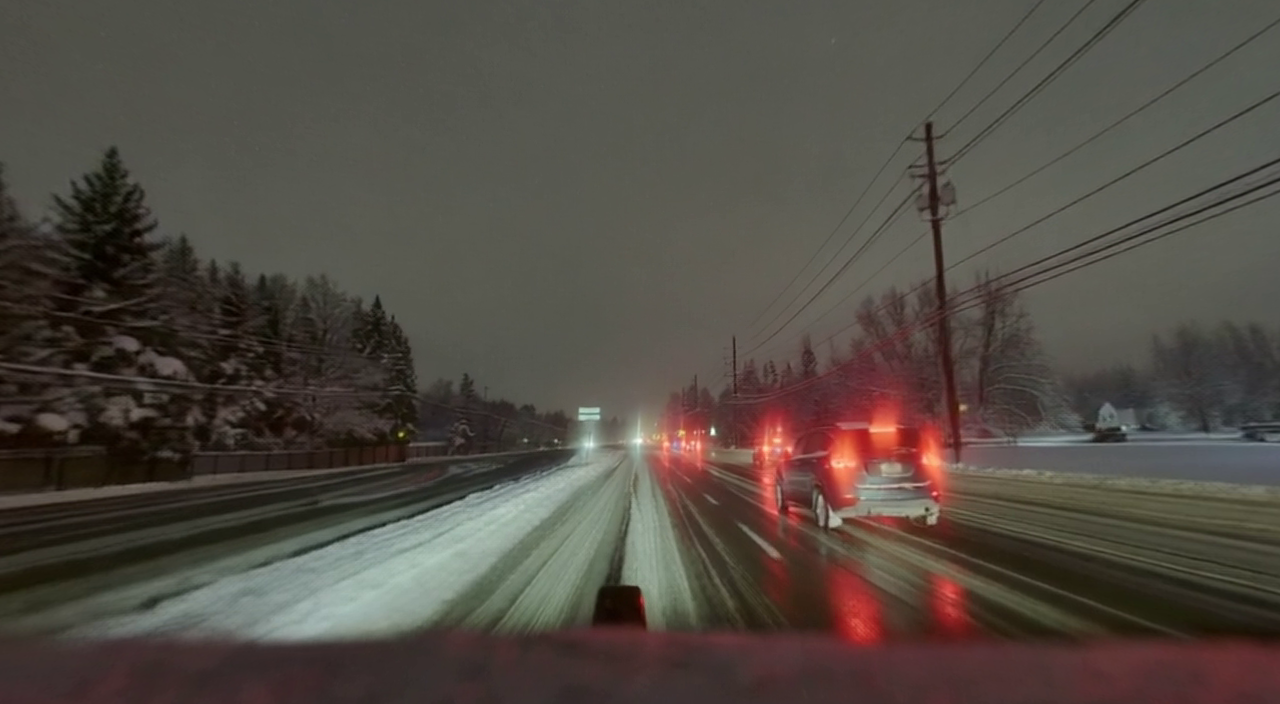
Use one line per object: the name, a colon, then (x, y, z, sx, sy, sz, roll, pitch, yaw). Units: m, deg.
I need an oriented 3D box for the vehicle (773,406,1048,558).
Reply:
vehicle: (3.445, 1.739, 9.119, 2.078, 1.668, 4.078, 0, -8, -1)
